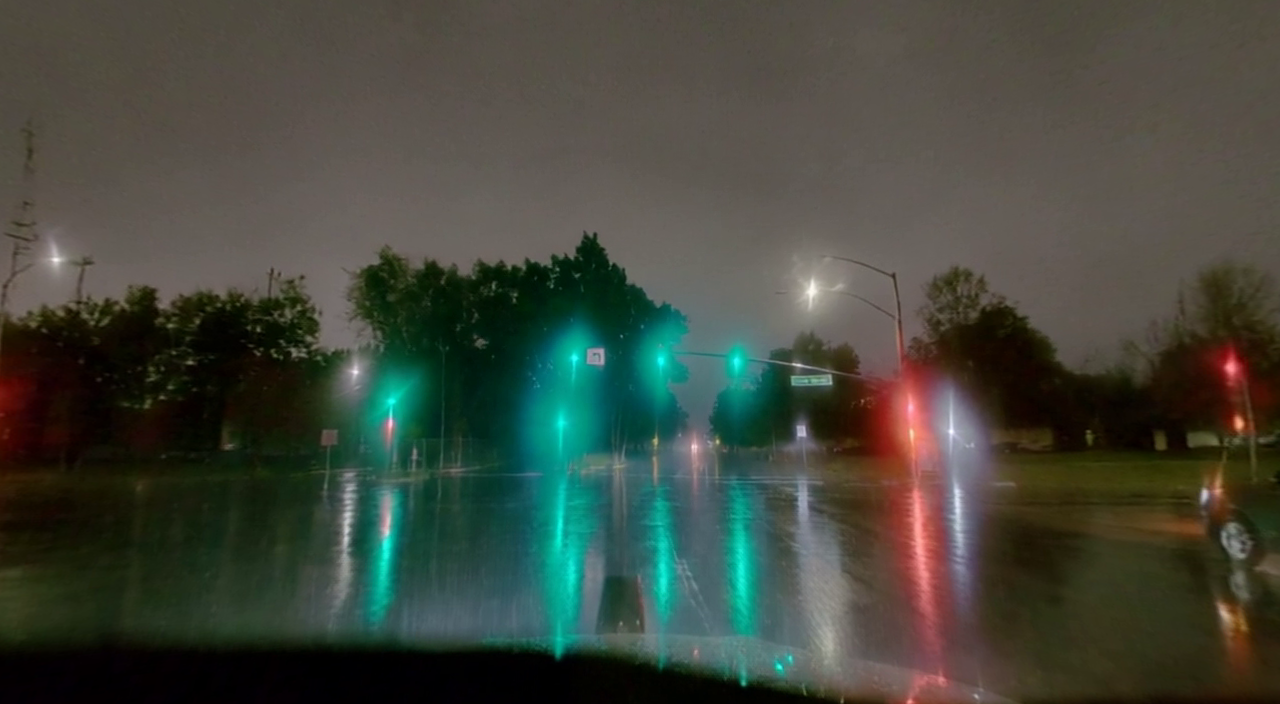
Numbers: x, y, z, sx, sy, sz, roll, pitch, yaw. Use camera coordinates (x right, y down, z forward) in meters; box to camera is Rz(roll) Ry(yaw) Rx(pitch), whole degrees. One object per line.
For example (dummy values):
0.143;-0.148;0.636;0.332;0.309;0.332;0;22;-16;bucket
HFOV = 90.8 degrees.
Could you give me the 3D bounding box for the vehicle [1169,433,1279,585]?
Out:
7.370;1.512;5.921;1.797;1.518;3.433;0;-9;0;vehicle
